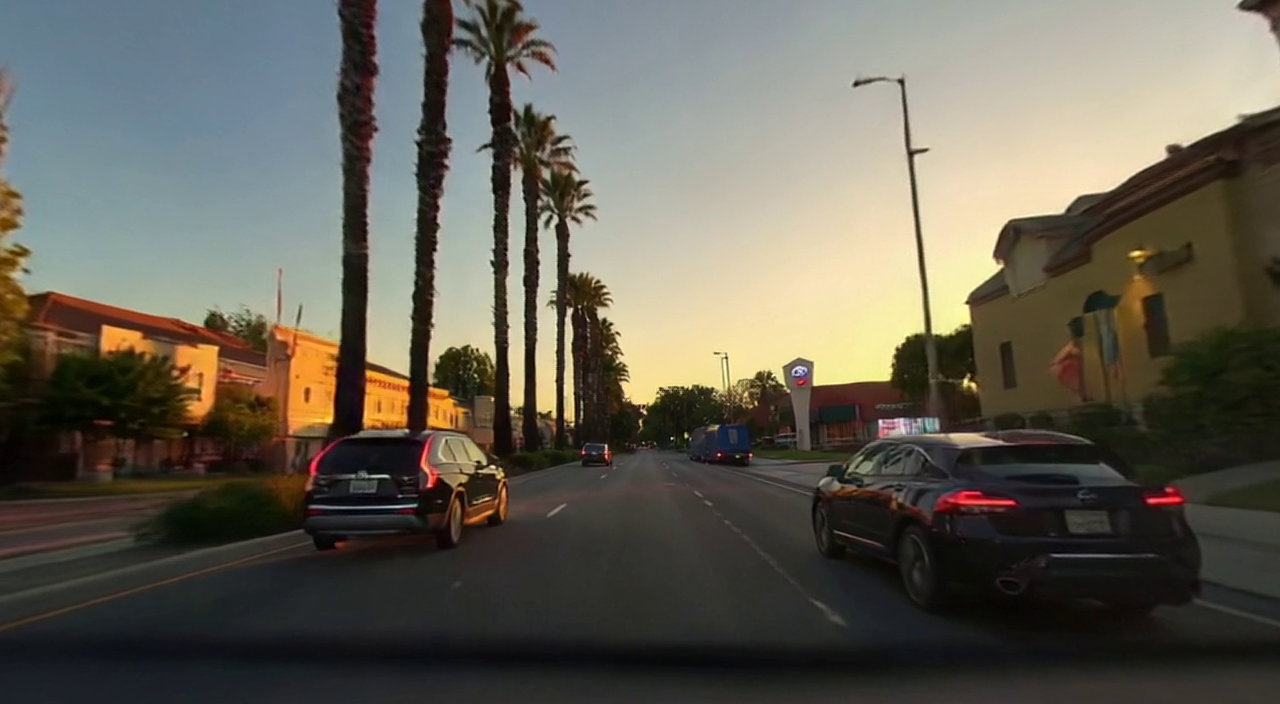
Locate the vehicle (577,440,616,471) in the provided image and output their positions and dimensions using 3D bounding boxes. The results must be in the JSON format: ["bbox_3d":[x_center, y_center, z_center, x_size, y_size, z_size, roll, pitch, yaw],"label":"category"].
[{"bbox_3d":[-2.589,6.322,38.673,1.998,1.743,4.402,0,-8,1],"label":"vehicle"}]

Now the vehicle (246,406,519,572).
[{"bbox_3d":[-3.250,1.825,9.164,2.058,1.804,4.391,0,-8,1],"label":"vehicle"}]

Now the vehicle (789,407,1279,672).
[{"bbox_3d":[2.861,1.392,5.784,1.946,1.513,4.133,0,-8,0],"label":"vehicle"}]
